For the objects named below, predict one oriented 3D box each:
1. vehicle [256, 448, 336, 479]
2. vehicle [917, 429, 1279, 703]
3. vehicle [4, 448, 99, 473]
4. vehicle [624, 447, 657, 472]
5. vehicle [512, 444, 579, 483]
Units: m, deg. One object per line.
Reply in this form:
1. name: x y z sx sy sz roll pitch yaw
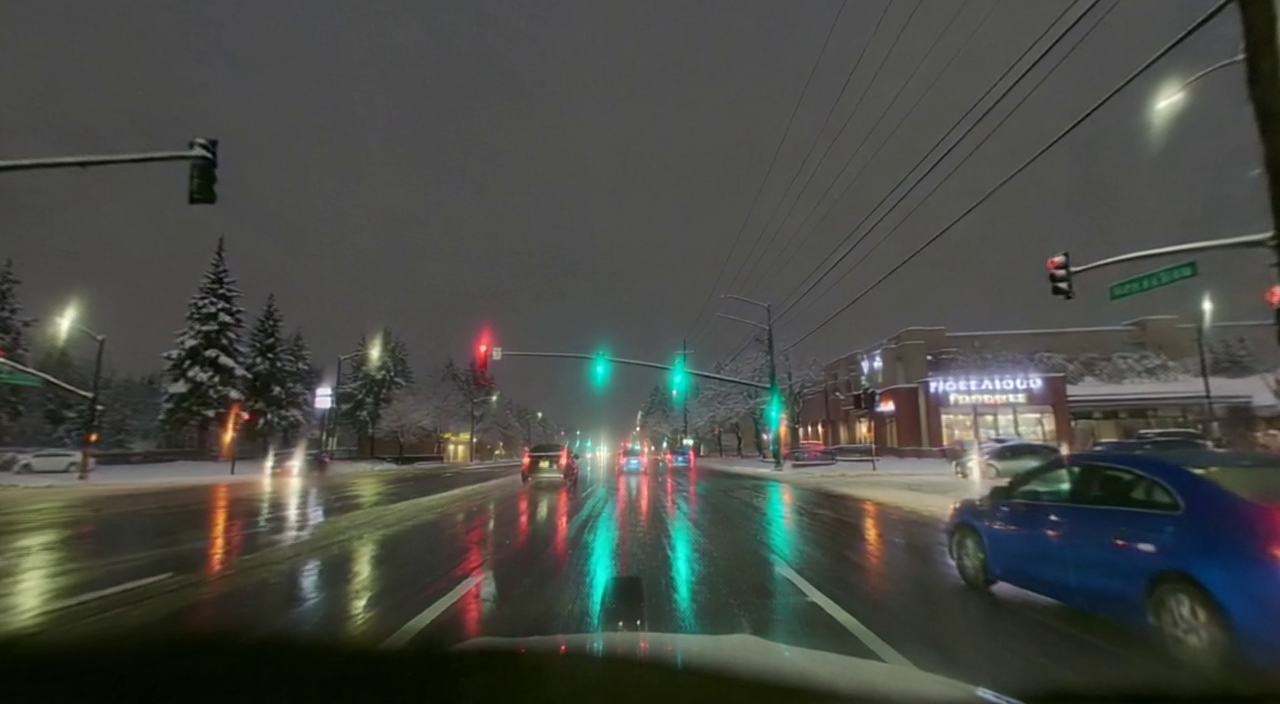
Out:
1. vehicle: -21.994 7.127 40.728 2.066 1.835 5.580 0 -8 0
2. vehicle: 4.524 1.465 5.486 2.119 1.479 4.910 0 -8 2
3. vehicle: -42.073 7.752 45.239 4.735 1.715 2.095 -1 -8 2
4. vehicle: 0.002 7.037 41.586 2.072 1.473 4.139 0 -8 -1
5. vehicle: -4.007 4.798 27.594 2.035 1.564 4.702 -1 -8 2
